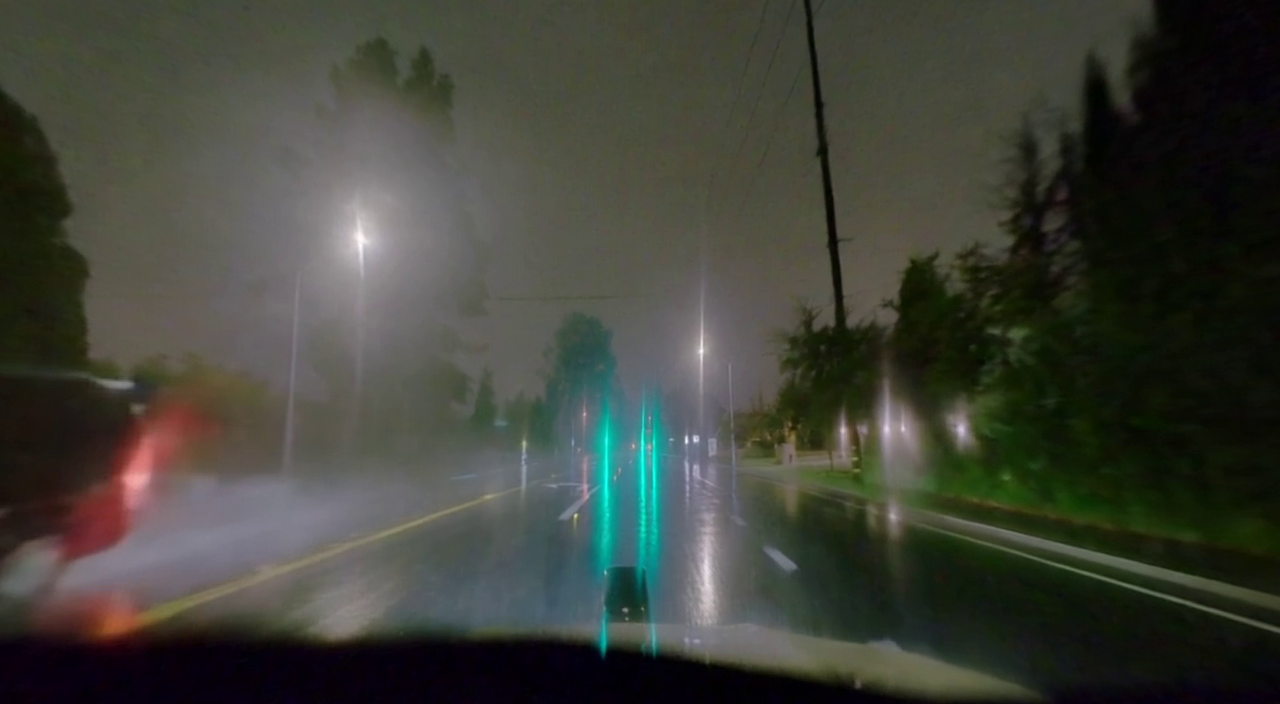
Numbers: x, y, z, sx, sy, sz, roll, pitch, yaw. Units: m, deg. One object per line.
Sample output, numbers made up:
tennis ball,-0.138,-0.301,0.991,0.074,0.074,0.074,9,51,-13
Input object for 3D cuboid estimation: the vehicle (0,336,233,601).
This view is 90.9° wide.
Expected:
vehicle,-9.052,1.378,7.451,2.757,3.141,8.316,0,-8,1
